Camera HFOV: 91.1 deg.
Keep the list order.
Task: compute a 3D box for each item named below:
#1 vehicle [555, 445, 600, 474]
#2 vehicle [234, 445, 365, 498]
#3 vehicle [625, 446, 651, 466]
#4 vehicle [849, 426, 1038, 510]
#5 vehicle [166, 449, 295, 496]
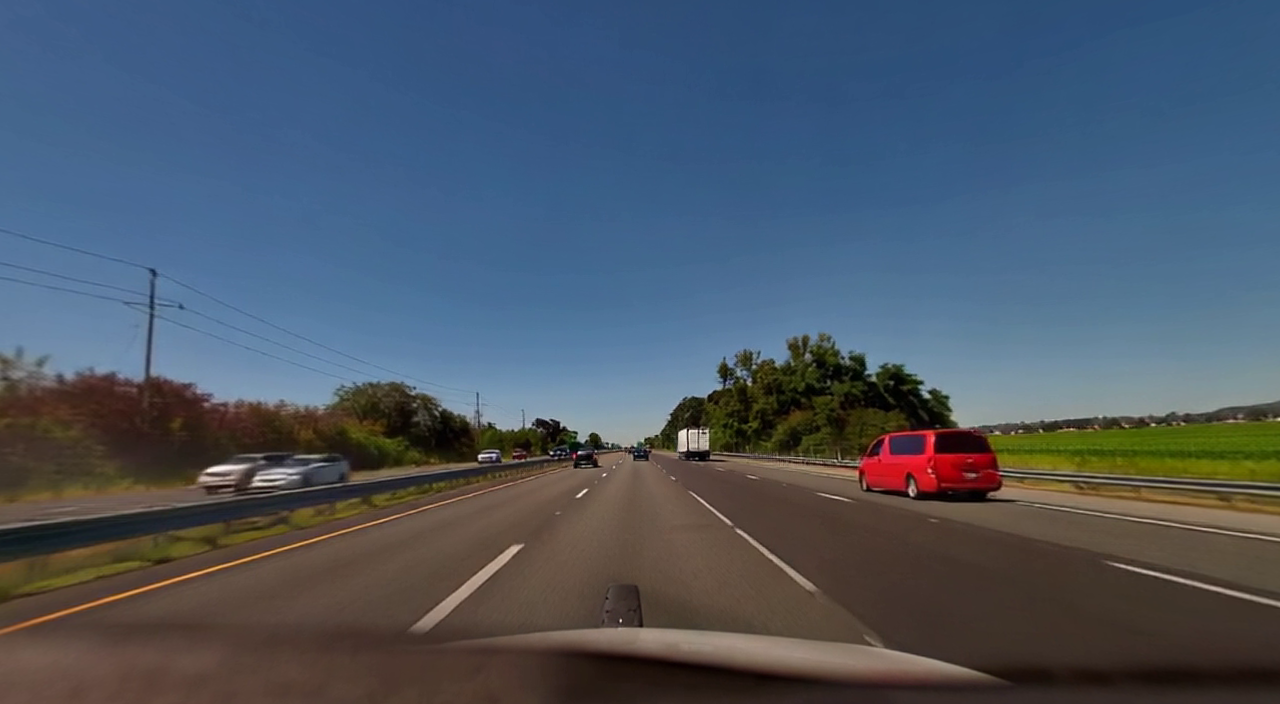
[{"bbox_3d":[-3.530,6.180,36.226,2.160,1.530,4.500,0,-9,0],"label":"vehicle"},{"bbox_3d":[-10.870,3.808,20.493,1.886,1.522,4.284,0,-9,0],"label":"vehicle"},{"bbox_3d":[-0.172,8.192,49.561,1.922,1.497,3.949,0,-9,0],"label":"vehicle"},{"bbox_3d":[6.840,2.679,14.948,2.069,1.625,4.832,0,-9,0],"label":"vehicle"},{"bbox_3d":[-14.428,4.234,22.471,1.901,1.479,4.043,0,-9,-1],"label":"vehicle"}]
